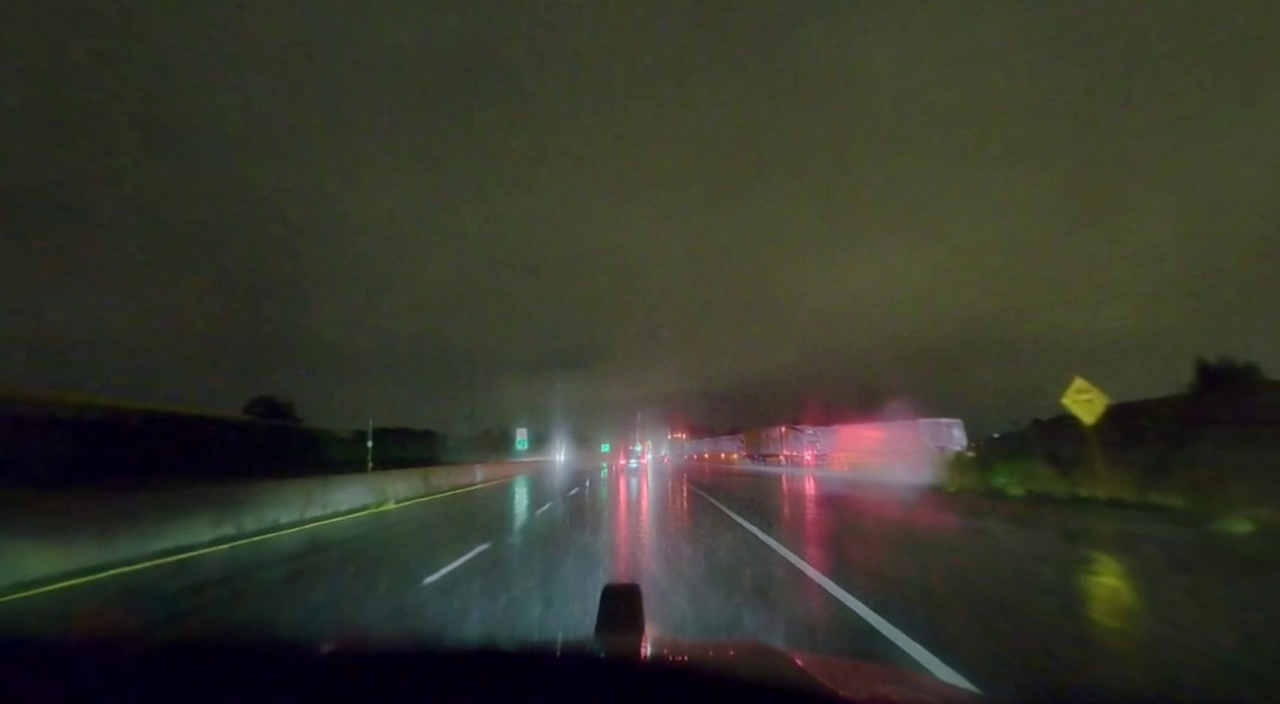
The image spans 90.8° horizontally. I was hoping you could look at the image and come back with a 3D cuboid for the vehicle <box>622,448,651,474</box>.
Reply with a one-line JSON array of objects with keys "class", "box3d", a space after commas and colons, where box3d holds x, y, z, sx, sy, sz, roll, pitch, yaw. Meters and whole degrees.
[{"class": "vehicle", "box3d": [-0.177, 6.627, 38.519, 1.695, 1.437, 3.506, 0, -9, 1]}]
